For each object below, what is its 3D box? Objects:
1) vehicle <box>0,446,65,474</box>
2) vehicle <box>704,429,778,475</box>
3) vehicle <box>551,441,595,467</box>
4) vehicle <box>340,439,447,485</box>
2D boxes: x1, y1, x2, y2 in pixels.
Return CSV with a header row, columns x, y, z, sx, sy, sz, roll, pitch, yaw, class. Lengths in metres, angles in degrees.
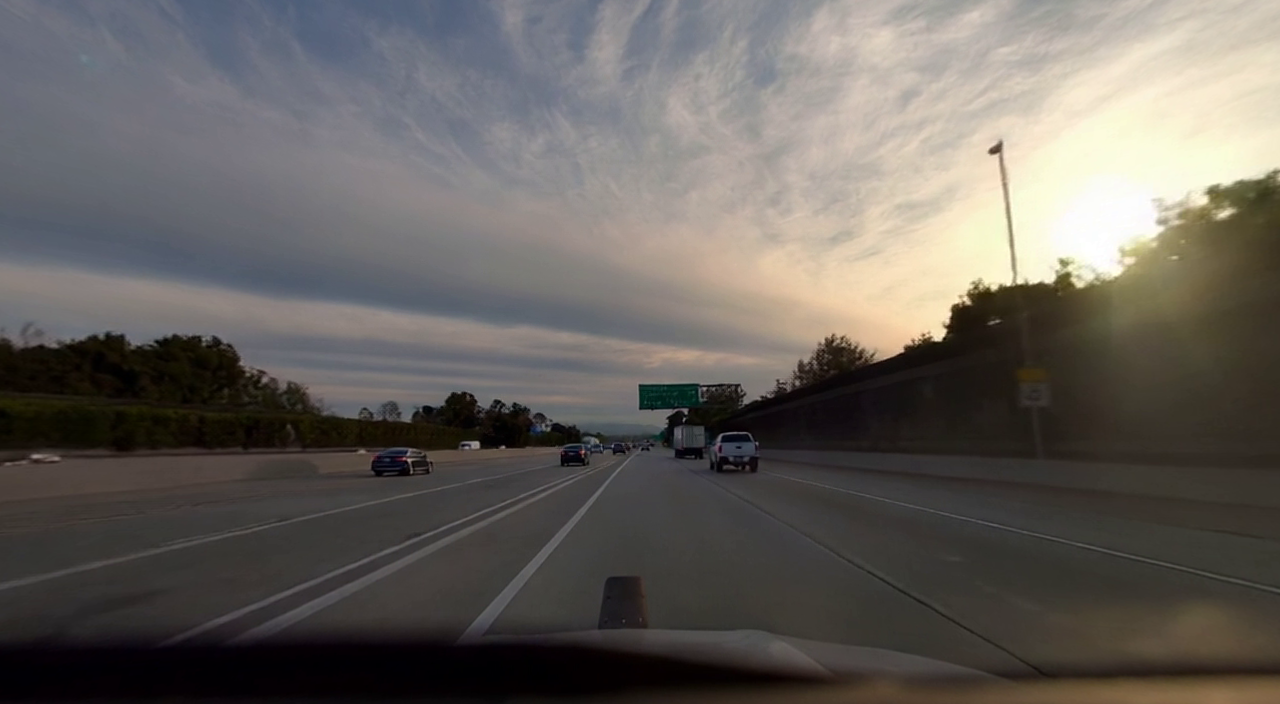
x,y,z,sx,sy,sz,roll,pitch,yaw,class
-40.543,6.879,40.244,2.112,1.729,5.735,0,-8,1,vehicle
4.666,4.767,30.336,2.355,1.930,6.633,0,-8,-1,vehicle
-3.932,6.098,37.791,1.981,1.473,4.317,0,-8,2,vehicle
-8.619,3.870,22.581,1.899,1.465,4.589,0,-8,1,vehicle
